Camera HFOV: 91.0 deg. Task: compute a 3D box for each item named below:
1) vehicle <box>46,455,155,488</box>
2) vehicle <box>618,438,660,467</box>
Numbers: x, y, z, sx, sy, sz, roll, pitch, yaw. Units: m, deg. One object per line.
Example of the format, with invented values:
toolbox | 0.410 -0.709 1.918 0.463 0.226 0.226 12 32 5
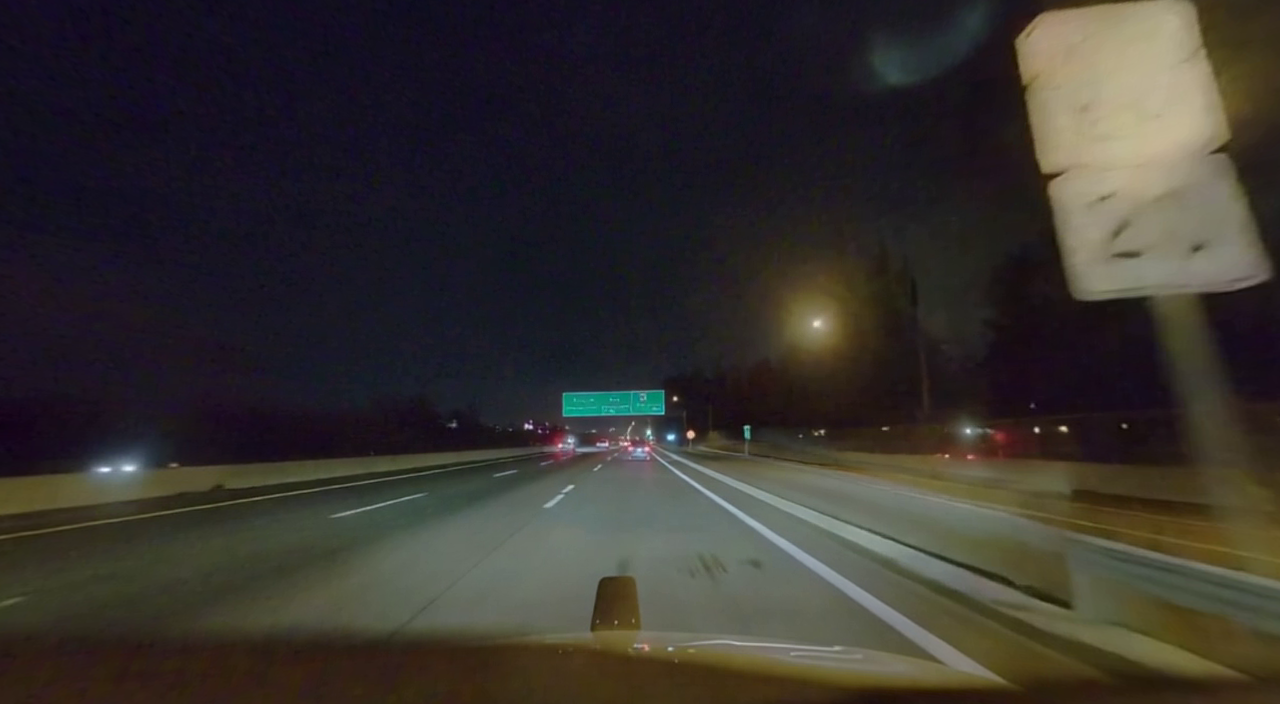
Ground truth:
vehicle | -27.873 6.162 32.716 1.832 1.446 4.330 0 -8 0
vehicle | -0.089 5.264 33.214 2.072 1.440 3.690 0 -8 -1
